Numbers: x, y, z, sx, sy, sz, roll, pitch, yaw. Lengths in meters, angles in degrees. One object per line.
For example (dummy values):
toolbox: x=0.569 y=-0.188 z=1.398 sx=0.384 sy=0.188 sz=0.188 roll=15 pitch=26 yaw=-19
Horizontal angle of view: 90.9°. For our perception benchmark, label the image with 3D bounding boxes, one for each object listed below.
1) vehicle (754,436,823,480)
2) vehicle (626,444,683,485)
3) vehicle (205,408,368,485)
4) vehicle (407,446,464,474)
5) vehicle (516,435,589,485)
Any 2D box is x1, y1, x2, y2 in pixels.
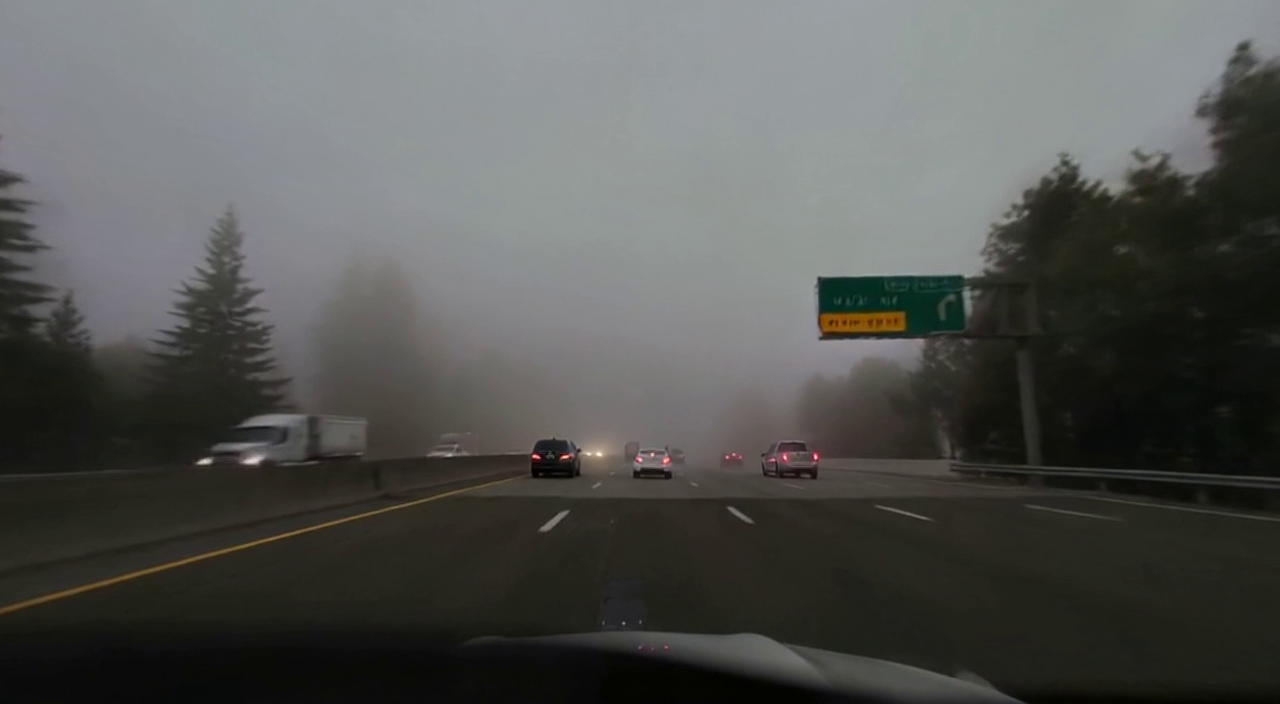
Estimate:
vehicle: x=7.051 y=5.107 z=30.562 sx=2.094 sy=1.916 sz=5.099 roll=0 pitch=-9 yaw=0
vehicle: x=0.548 y=4.373 z=24.861 sx=2.071 sy=1.464 sz=4.162 roll=0 pitch=-9 yaw=1
vehicle: x=-16.146 y=4.421 z=29.767 sx=2.833 sy=3.095 sz=8.225 roll=-1 pitch=-8 yaw=1
vehicle: x=-12.143 y=6.422 z=37.779 sx=1.926 sy=1.518 sz=4.327 roll=0 pitch=-9 yaw=1
vehicle: x=-3.238 y=4.135 z=24.379 sx=2.140 sy=1.720 sz=4.410 roll=0 pitch=-9 yaw=1
